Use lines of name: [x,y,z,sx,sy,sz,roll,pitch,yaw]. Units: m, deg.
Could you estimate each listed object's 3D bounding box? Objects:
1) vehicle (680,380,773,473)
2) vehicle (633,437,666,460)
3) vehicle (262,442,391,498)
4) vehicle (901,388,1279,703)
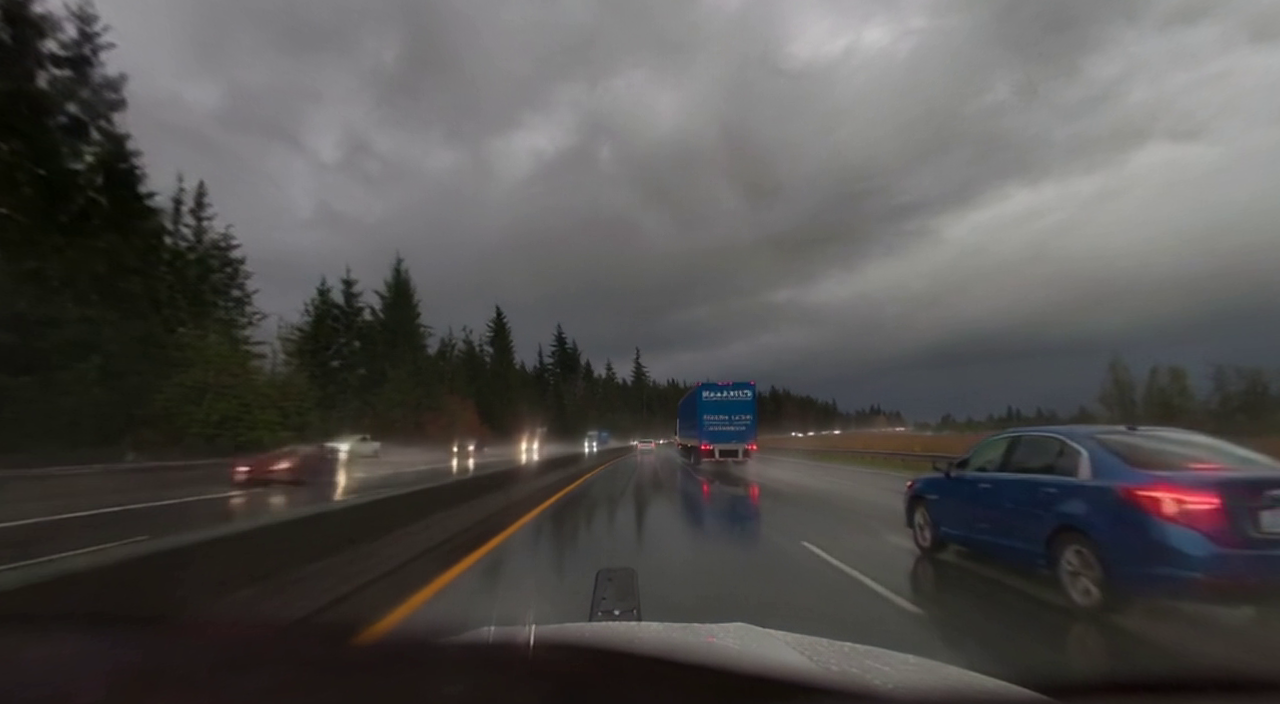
vehicle: [4.238,4.173,34.540,3.171,4.072,13.784,0,-8,0]
vehicle: [0.699,6.880,45.165,2.209,1.499,4.144,-1,-8,1]
vehicle: [-9.728,3.655,20.001,1.892,1.508,4.225,0,-8,0]
vehicle: [4.029,1.224,4.988,2.028,1.573,4.207,0,-8,-1]
